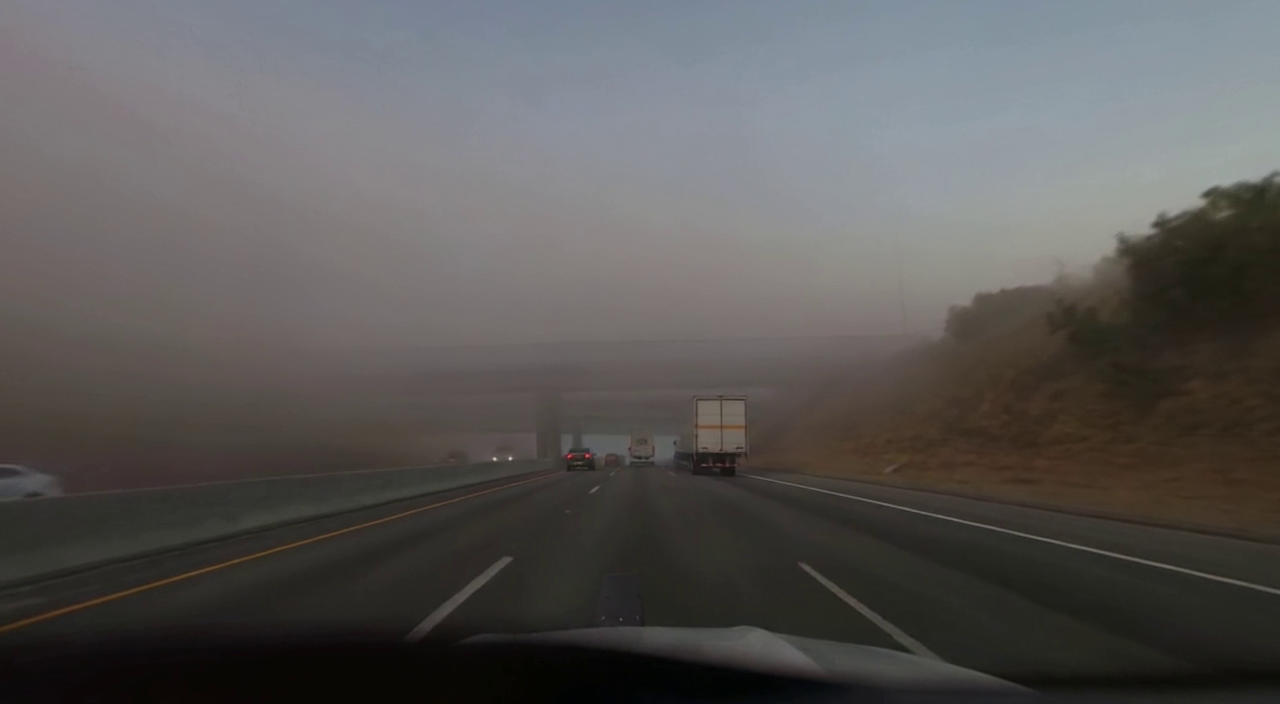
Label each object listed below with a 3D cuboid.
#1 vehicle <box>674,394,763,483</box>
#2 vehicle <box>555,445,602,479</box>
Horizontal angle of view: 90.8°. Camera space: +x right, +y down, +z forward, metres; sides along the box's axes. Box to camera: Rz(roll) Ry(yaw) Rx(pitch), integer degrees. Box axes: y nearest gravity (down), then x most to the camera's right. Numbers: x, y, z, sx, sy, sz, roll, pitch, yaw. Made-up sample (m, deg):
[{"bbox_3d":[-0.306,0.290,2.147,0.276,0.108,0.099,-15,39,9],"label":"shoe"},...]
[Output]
[{"bbox_3d":[4.048,5.247,37.291,3.131,4.037,16.729,0,-9,0],"label":"vehicle"},{"bbox_3d":[-3.122,5.710,32.874,2.007,1.647,3.854,0,-9,1],"label":"vehicle"}]
